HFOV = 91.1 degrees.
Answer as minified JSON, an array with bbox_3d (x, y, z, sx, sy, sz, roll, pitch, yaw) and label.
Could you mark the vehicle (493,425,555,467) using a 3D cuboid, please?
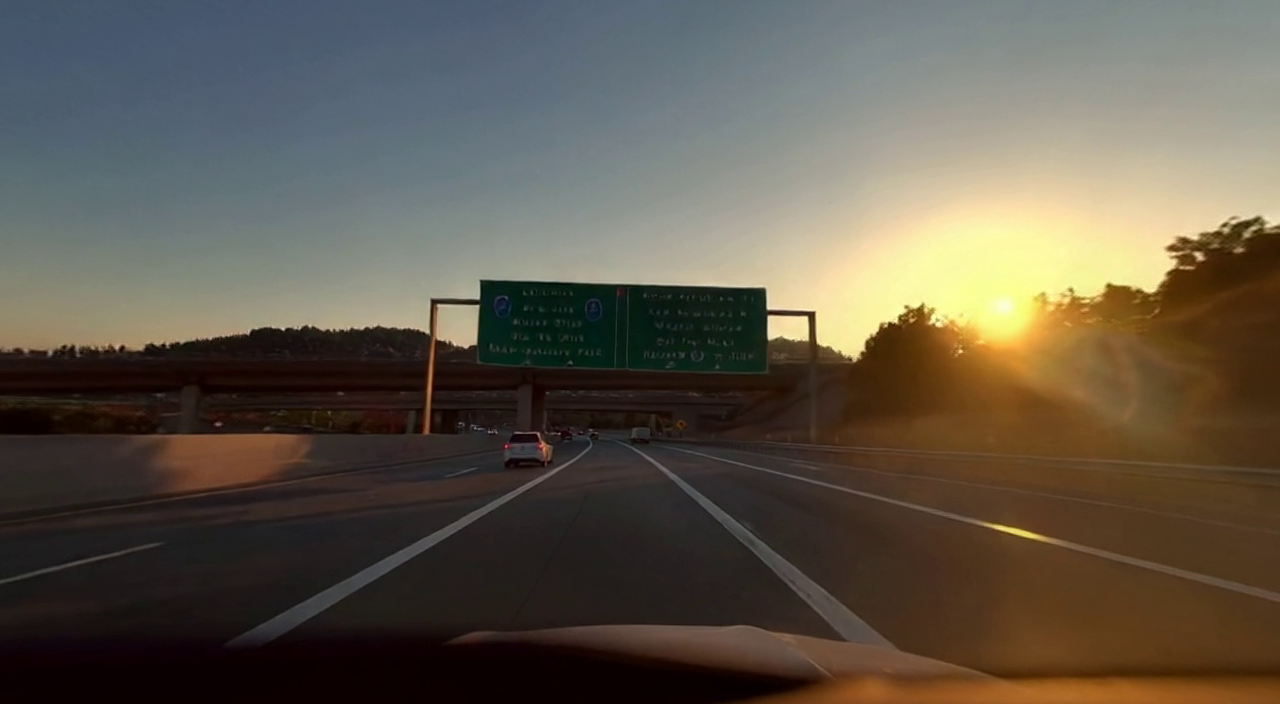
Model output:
[{"bbox_3d":[-4.616,3.809,25.585,1.878,1.548,3.966,0,-8,-2],"label":"vehicle"}]
